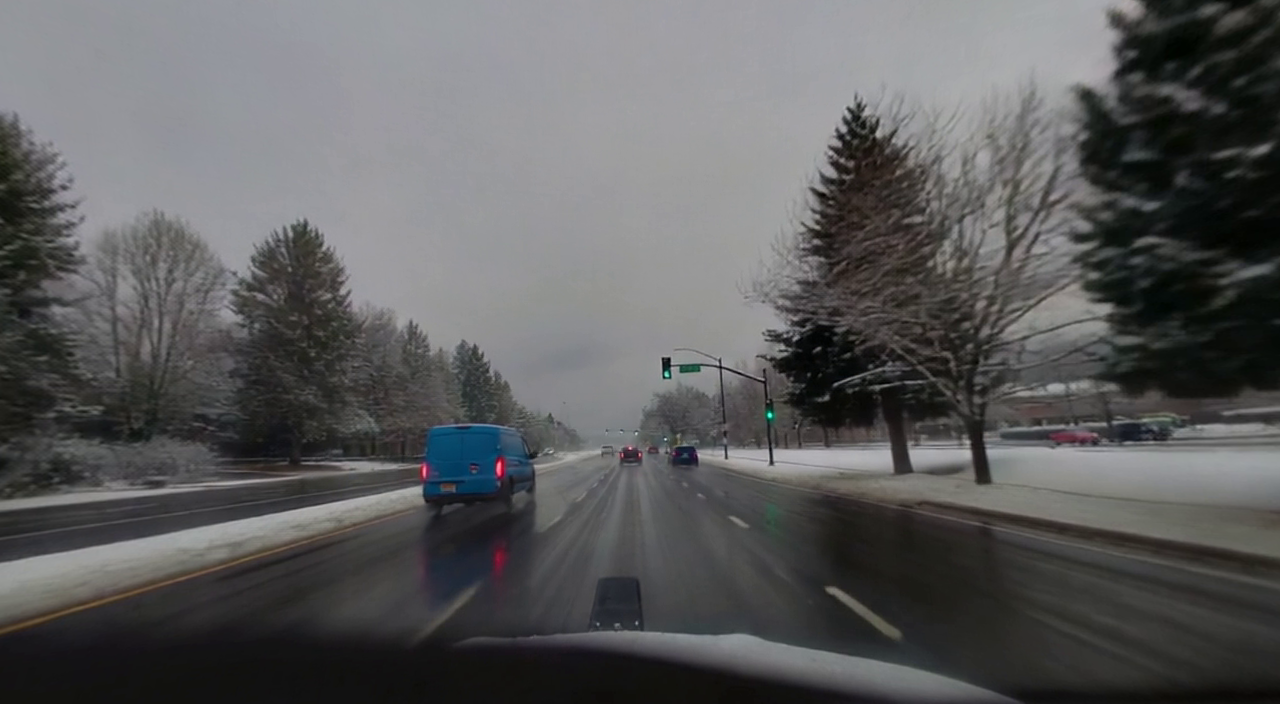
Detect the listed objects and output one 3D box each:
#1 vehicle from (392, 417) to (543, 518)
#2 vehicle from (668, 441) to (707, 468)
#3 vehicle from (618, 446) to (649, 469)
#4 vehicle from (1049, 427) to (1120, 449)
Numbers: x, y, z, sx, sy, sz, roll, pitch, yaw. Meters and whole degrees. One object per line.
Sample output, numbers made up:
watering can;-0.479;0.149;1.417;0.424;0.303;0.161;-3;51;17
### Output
vehicle;-3.586;2.522;14.218;2.075;1.863;4.744;0;-9;0
vehicle;3.197;6.987;43.151;2.181;1.781;4.257;0;-9;-2
vehicle;-0.508;7.178;43.206;2.039;1.455;3.826;0;-9;-2
vehicle;34.143;6.645;48.607;3.874;1.412;1.851;-4;-9;5
